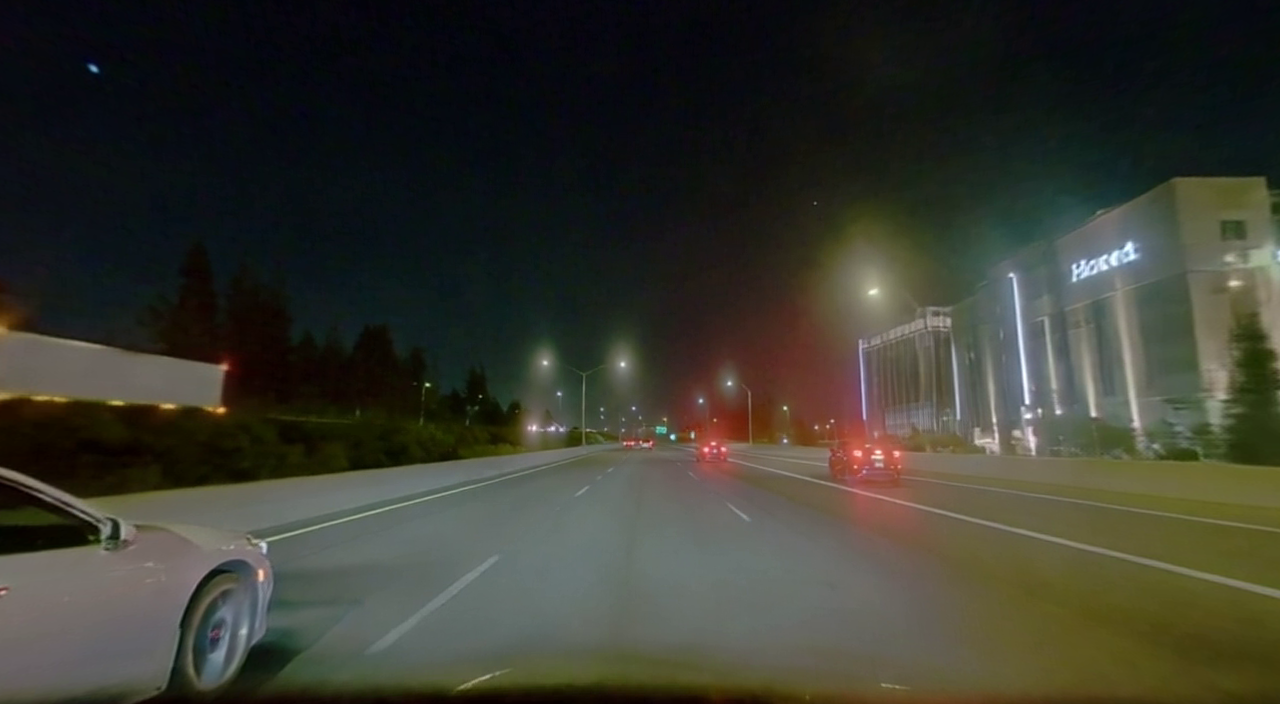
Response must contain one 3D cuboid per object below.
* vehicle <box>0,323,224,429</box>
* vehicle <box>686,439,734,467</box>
[{"bbox_3d":[-27.557,1.818,32.462,3.138,3.880,14.498,0,-8,-3],"label":"vehicle"},{"bbox_3d":[3.807,5.601,35.018,2.069,1.431,4.313,0,-8,-1],"label":"vehicle"}]
